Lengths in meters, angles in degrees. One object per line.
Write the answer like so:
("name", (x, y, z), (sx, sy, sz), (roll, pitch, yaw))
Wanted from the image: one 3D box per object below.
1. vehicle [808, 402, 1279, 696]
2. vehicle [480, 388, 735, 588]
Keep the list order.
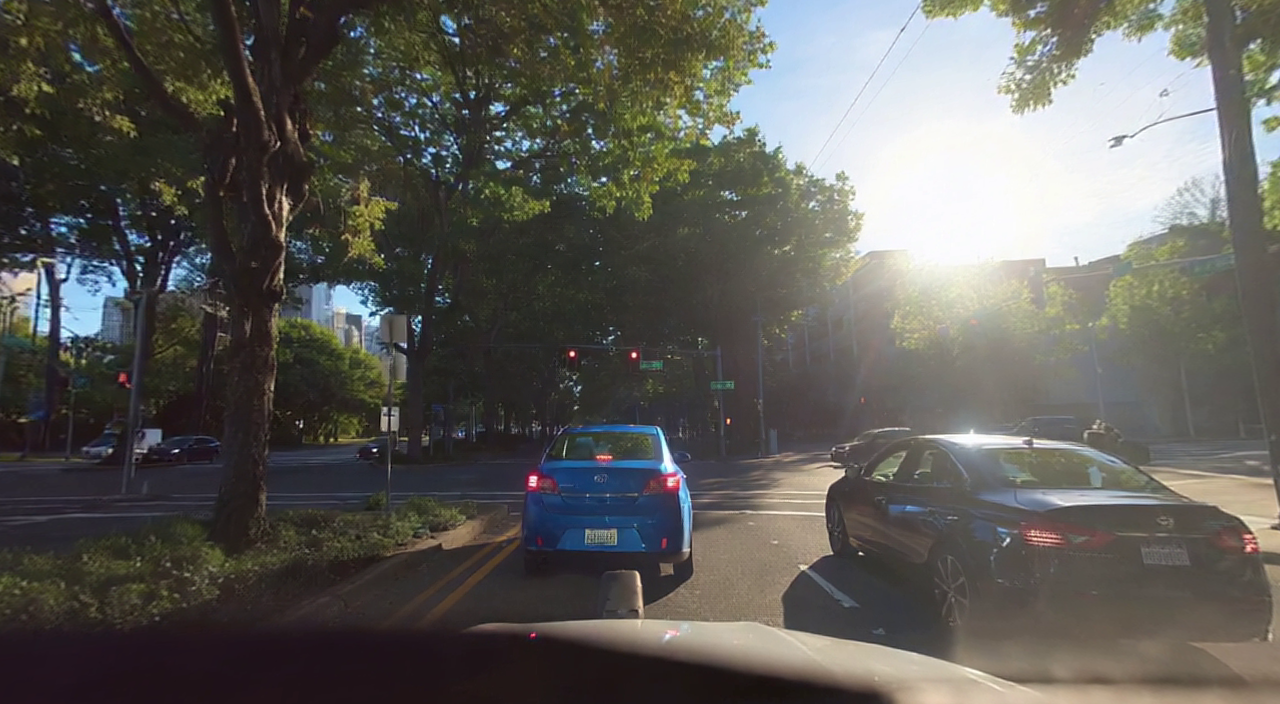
("vehicle", (3.168, 1.402, 5.769), (1.932, 1.562, 4.629), (0, -9, -1))
("vehicle", (-0.345, 1.520, 7.799), (2.247, 1.760, 4.231), (0, -9, -2))
